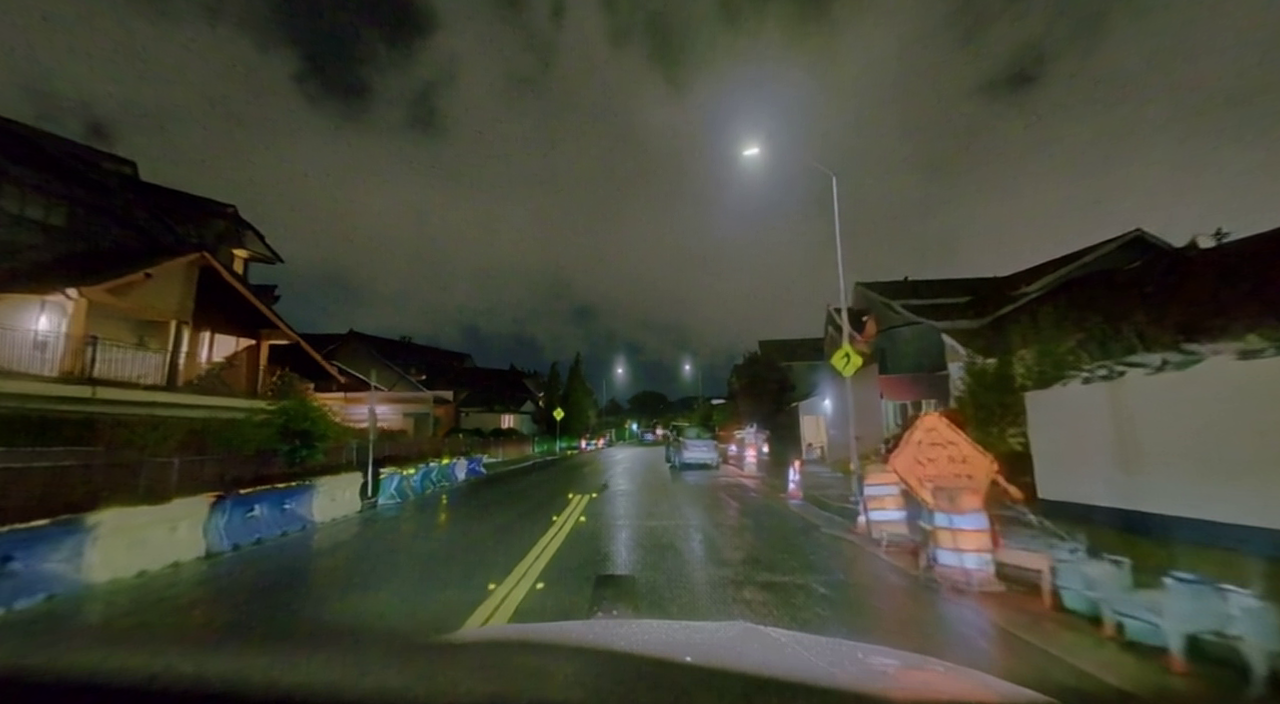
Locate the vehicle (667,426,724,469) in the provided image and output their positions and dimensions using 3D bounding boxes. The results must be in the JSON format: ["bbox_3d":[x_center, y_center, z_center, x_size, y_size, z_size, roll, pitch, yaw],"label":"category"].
[{"bbox_3d":[2.058,3.638,24.203,1.998,1.494,3.927,0,-8,3],"label":"vehicle"}]

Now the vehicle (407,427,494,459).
[{"bbox_3d":[-10.763,5.191,35.909,4.205,1.745,2.121,-1,-8,4],"label":"vehicle"}]

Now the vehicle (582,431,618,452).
[{"bbox_3d":[-2.853,6.553,46.293,1.972,1.499,4.191,-1,-8,6],"label":"vehicle"}]
